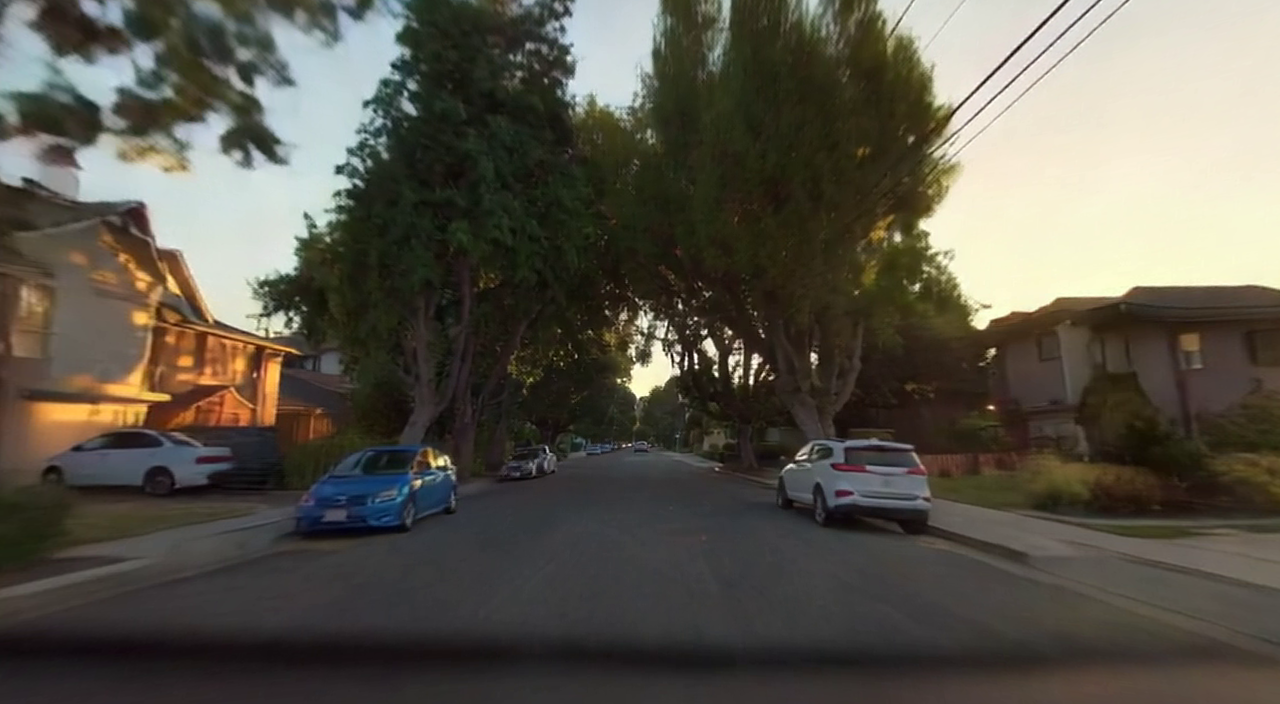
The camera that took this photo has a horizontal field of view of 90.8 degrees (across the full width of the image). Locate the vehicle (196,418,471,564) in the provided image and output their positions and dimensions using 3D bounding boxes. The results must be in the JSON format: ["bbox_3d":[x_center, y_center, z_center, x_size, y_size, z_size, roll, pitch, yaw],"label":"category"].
[{"bbox_3d":[-4.313,2.007,9.835,2.157,1.736,4.104,-1,-8,1],"label":"vehicle"}]

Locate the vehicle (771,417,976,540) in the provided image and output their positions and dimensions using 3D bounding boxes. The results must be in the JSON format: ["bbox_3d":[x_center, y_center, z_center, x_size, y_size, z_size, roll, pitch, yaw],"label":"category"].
[{"bbox_3d":[4.013,2.252,11.932,2.173,1.806,4.701,1,-9,2],"label":"vehicle"}]

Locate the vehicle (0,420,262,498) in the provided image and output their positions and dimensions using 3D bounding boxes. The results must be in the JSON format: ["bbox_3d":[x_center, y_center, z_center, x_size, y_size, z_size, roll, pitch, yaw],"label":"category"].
[{"bbox_3d":[-13.100,2.713,16.212,5.411,1.847,2.100,0,-8,0],"label":"vehicle"}]
